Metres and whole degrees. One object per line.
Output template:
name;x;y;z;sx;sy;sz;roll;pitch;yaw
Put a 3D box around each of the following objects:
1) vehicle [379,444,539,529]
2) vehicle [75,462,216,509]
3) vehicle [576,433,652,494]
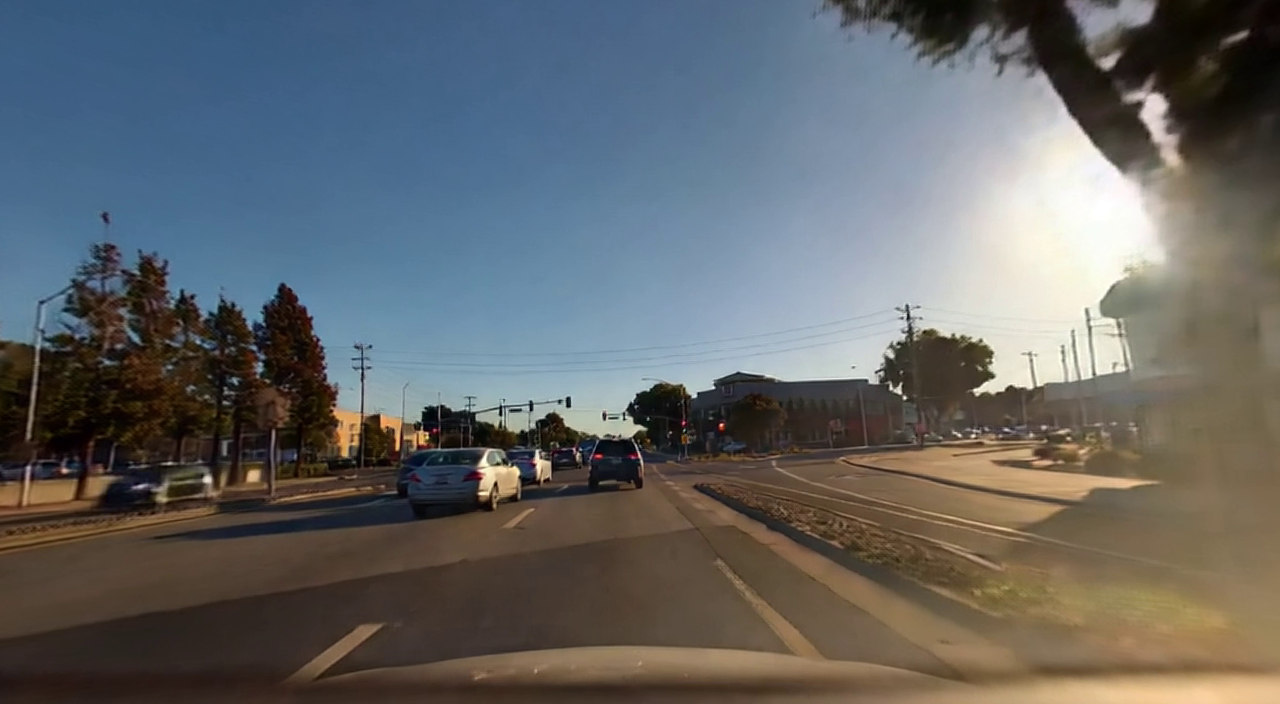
vehicle;-3.553;2.693;13.394;2.064;1.464;4.373;0;-8;1
vehicle;-18.615;5.013;24.087;1.872;1.468;4.316;0;-8;0
vehicle;-0.793;3.661;21.162;2.276;1.850;3.897;0;-8;0
